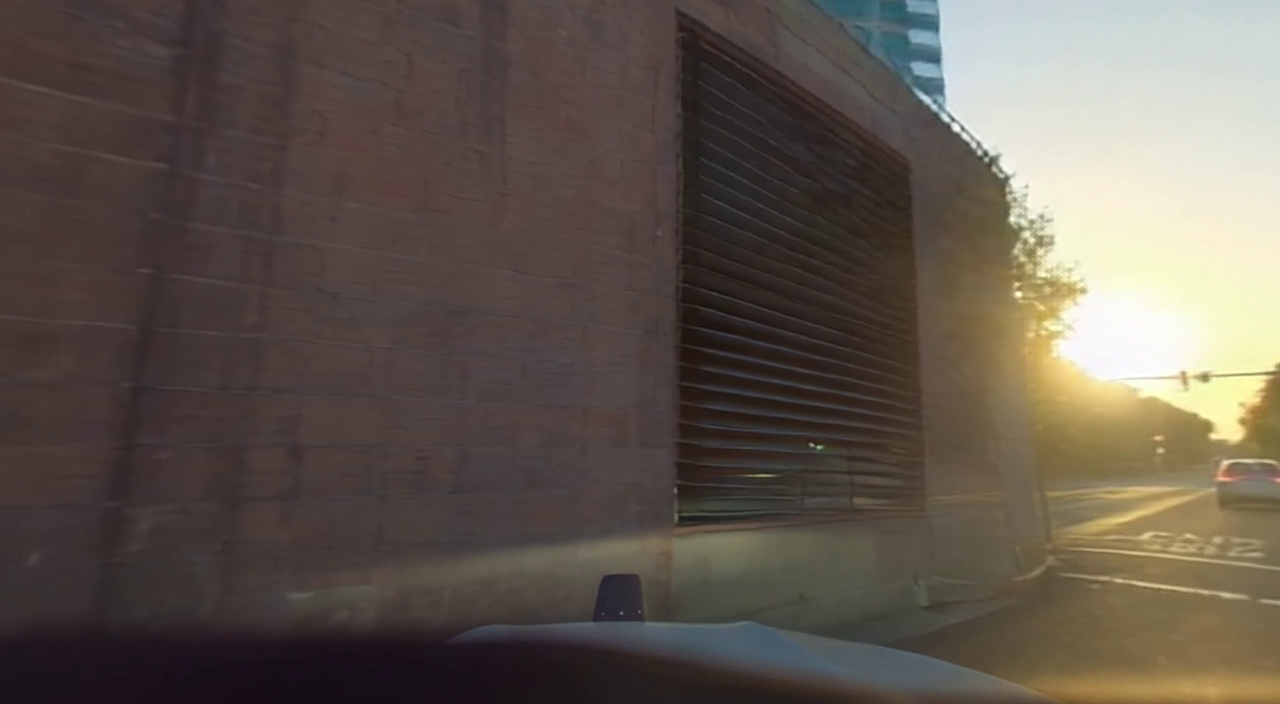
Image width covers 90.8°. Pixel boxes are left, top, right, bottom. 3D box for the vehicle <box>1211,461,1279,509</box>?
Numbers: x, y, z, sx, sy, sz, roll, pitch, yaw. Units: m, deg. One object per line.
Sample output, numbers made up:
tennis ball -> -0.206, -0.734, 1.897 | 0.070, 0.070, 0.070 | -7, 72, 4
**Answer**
vehicle -> 24.686, 5.234, 25.191 | 4.551, 1.657, 2.218 | 8, -11, -41
